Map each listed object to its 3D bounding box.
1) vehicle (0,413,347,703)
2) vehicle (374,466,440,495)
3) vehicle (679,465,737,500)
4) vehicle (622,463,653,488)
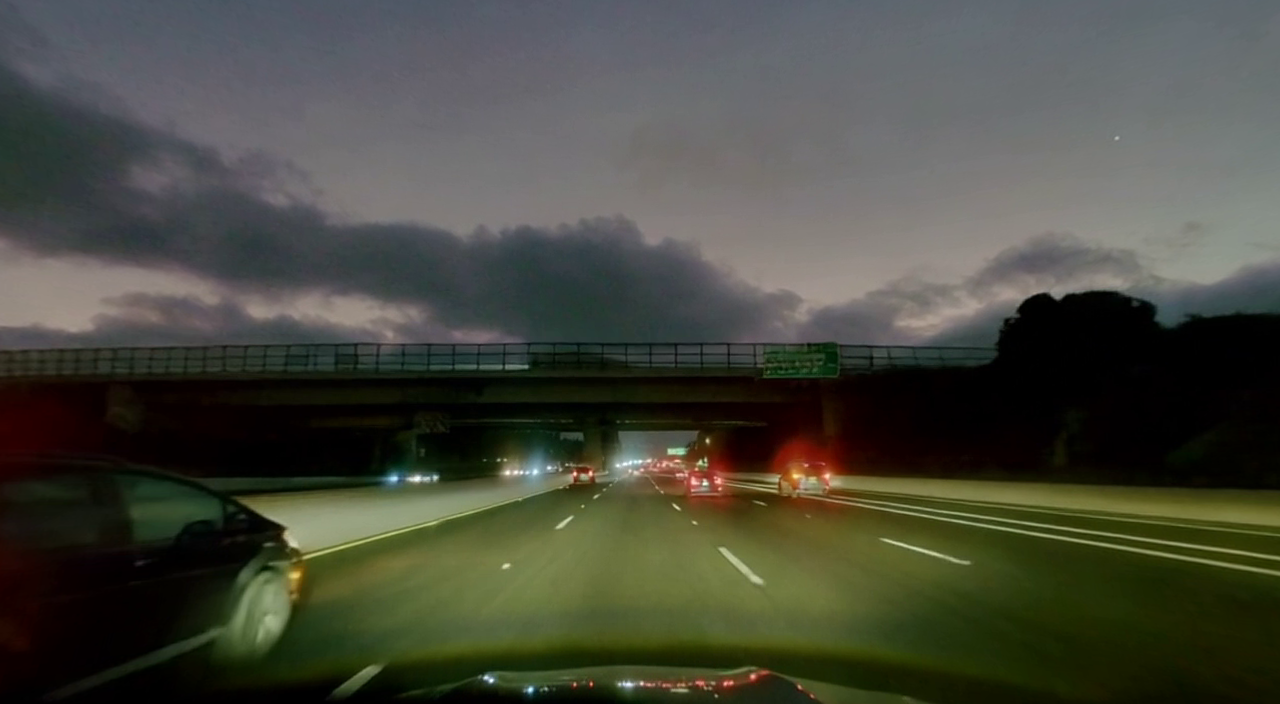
[{"bbox_3d":[-3.178,1.008,2.331,2.099,1.516,4.308,1,-10,0],"label":"vehicle"},{"bbox_3d":[-13.526,7.478,36.799,2.043,1.581,4.771,0,-10,0],"label":"vehicle"},{"bbox_3d":[3.112,6.139,29.782,2.092,1.518,4.348,1,-10,-2],"label":"vehicle"},{"bbox_3d":[-0.242,9.054,46.159,2.181,1.698,4.056,1,-10,-1],"label":"vehicle"}]
